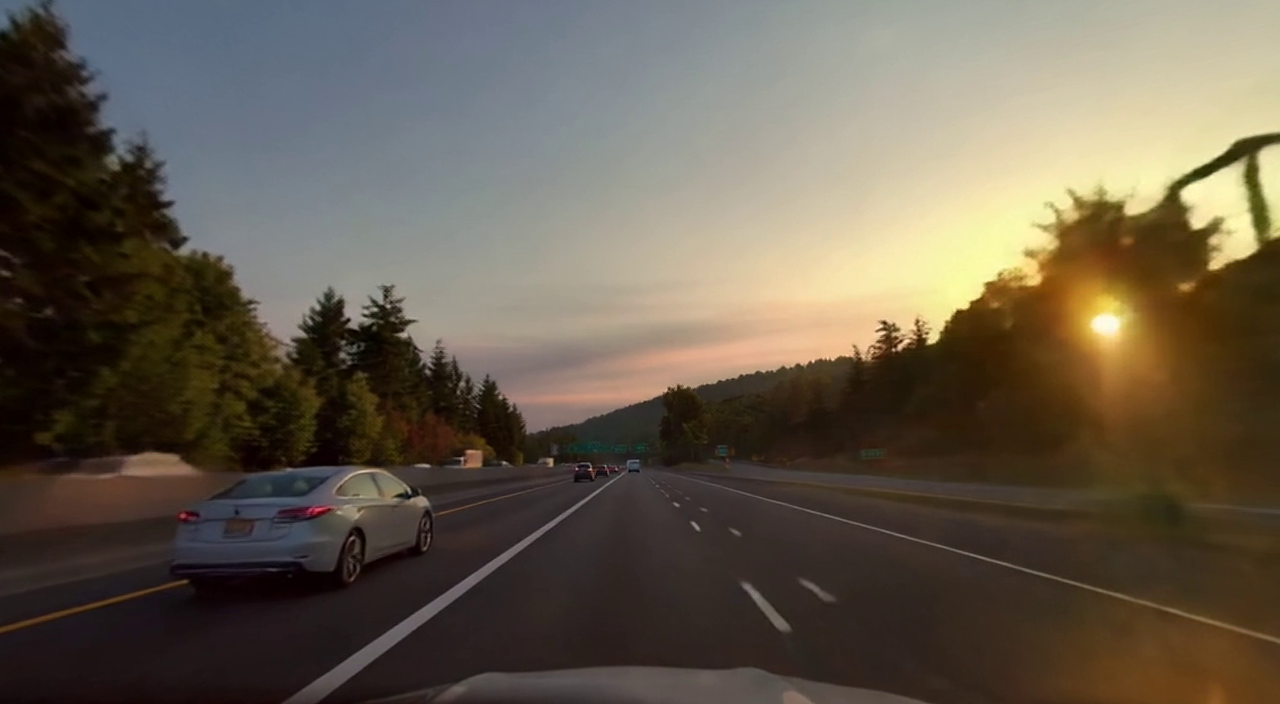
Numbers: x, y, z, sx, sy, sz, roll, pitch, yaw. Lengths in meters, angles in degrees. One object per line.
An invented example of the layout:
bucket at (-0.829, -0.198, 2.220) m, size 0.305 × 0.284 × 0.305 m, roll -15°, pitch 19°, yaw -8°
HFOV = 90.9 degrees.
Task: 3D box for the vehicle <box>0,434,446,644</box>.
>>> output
vehicle at (-3.808, 1.734, 6.738) m, size 1.998 × 1.427 × 4.462 m, roll 1°, pitch -11°, yaw 0°

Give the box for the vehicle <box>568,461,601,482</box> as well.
vehicle at (-4.208, 9.171, 48.228) m, size 2.126 × 1.488 × 4.186 m, roll 1°, pitch -11°, yaw -1°
